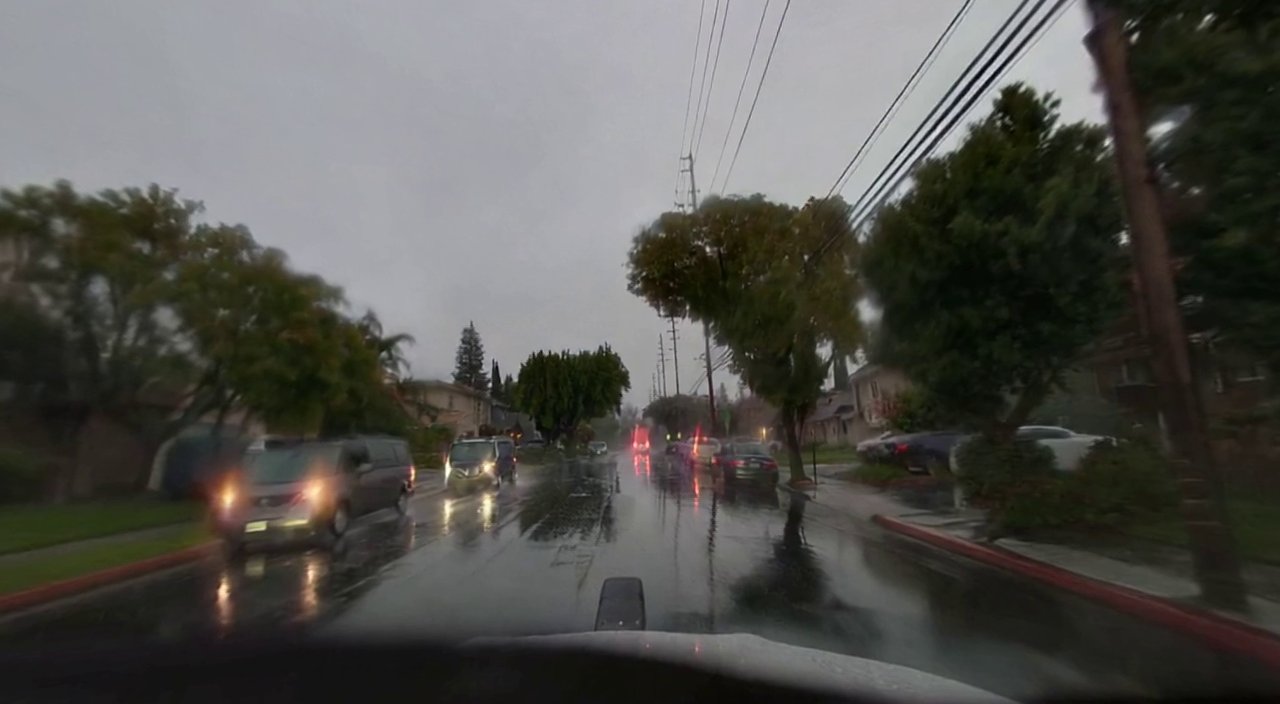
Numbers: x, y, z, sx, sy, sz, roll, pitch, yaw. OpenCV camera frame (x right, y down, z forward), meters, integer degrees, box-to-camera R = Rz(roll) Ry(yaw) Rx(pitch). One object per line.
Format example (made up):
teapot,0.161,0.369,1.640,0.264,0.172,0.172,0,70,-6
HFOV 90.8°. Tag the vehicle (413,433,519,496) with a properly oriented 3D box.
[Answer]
vehicle,-5.280,3.480,19.849,2.103,1.731,4.197,0,-9,0

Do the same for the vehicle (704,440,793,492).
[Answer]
vehicle,3.384,3.673,20.787,2.008,1.482,4.891,0,-8,-1

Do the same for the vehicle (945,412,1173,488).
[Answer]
vehicle,11.387,2.673,17.435,4.776,1.602,1.968,-4,-8,0

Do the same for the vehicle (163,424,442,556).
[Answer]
vehicle,-5.396,2.169,11.097,2.275,1.781,4.682,1,-7,0

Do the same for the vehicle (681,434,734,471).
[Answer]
vehicle,3.500,5.362,33.884,2.280,1.820,5.001,0,-8,0
